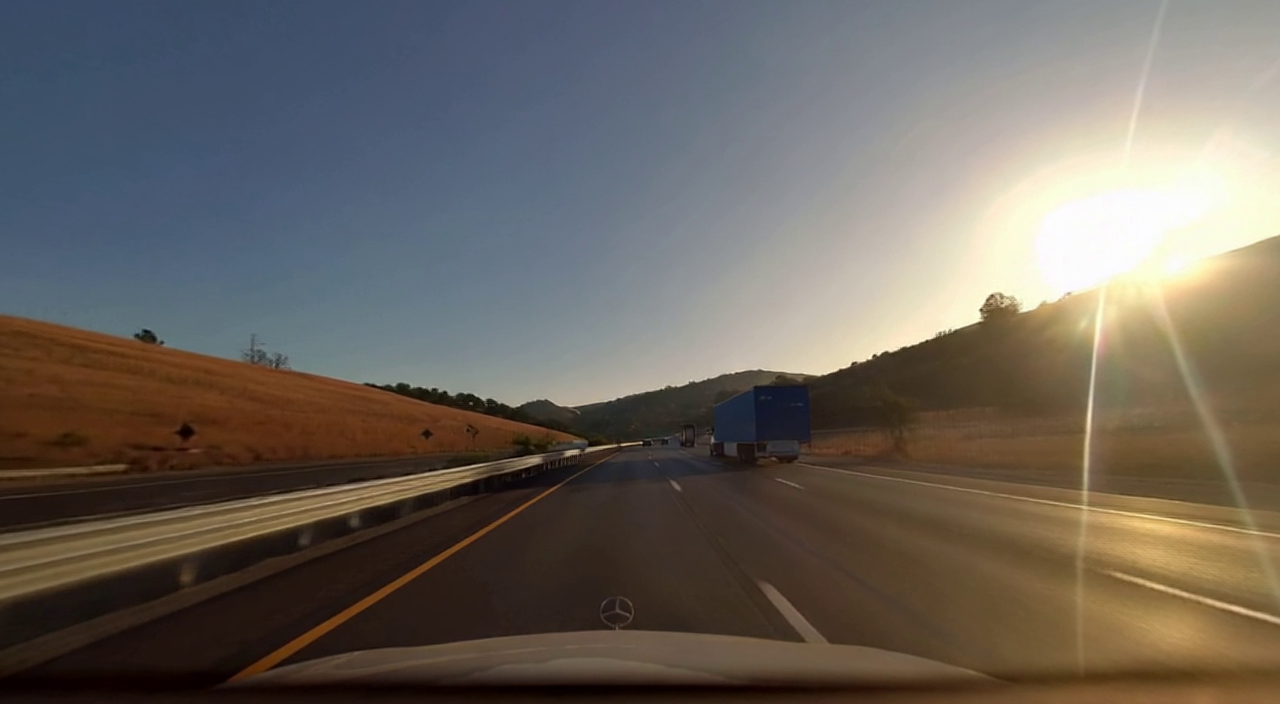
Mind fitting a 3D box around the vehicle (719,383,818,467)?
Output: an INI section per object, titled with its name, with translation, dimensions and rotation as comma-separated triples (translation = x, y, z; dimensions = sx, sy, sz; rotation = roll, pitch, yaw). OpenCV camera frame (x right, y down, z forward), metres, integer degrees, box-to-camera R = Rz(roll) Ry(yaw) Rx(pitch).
[vehicle]
translation = 7.168, 4.540, 37.806
dimensions = 2.885, 4.075, 13.981
rotation = 0, -8, 0
